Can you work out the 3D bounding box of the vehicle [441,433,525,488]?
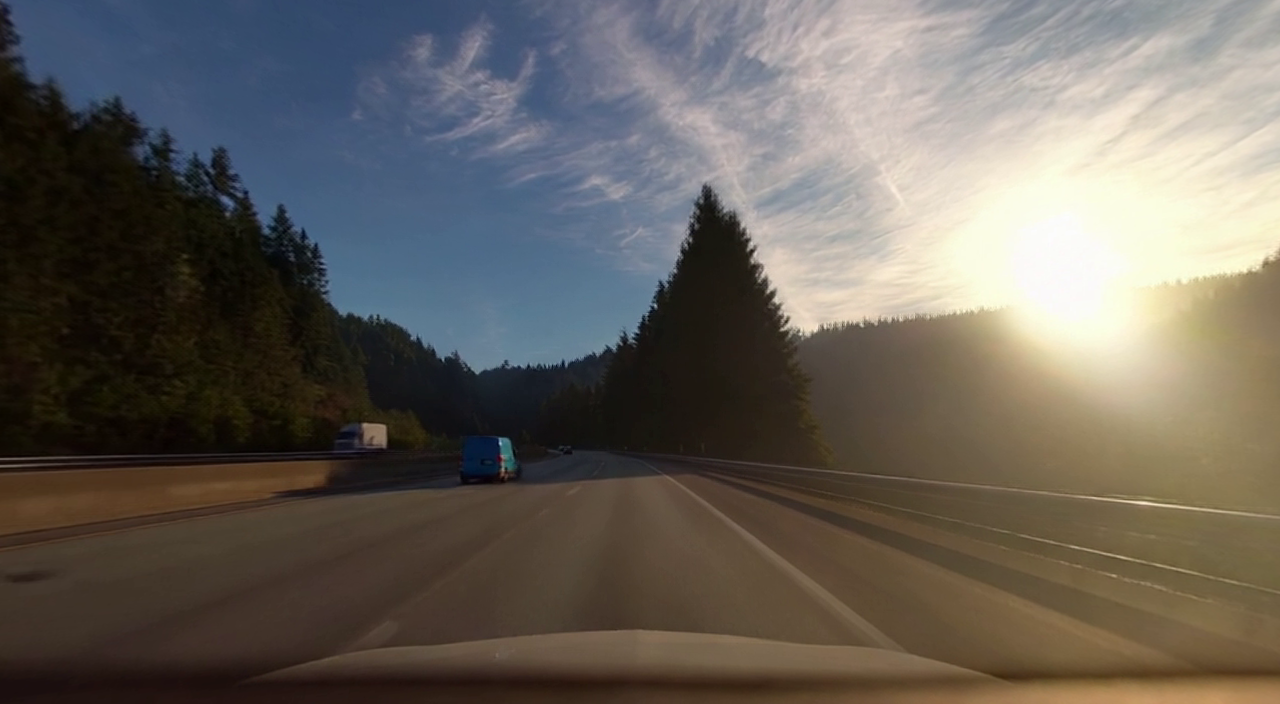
[{"bbox_3d":[-6.305,4.435,26.024,2.197,2.038,4.919,0,-9,0],"label":"vehicle"}]
